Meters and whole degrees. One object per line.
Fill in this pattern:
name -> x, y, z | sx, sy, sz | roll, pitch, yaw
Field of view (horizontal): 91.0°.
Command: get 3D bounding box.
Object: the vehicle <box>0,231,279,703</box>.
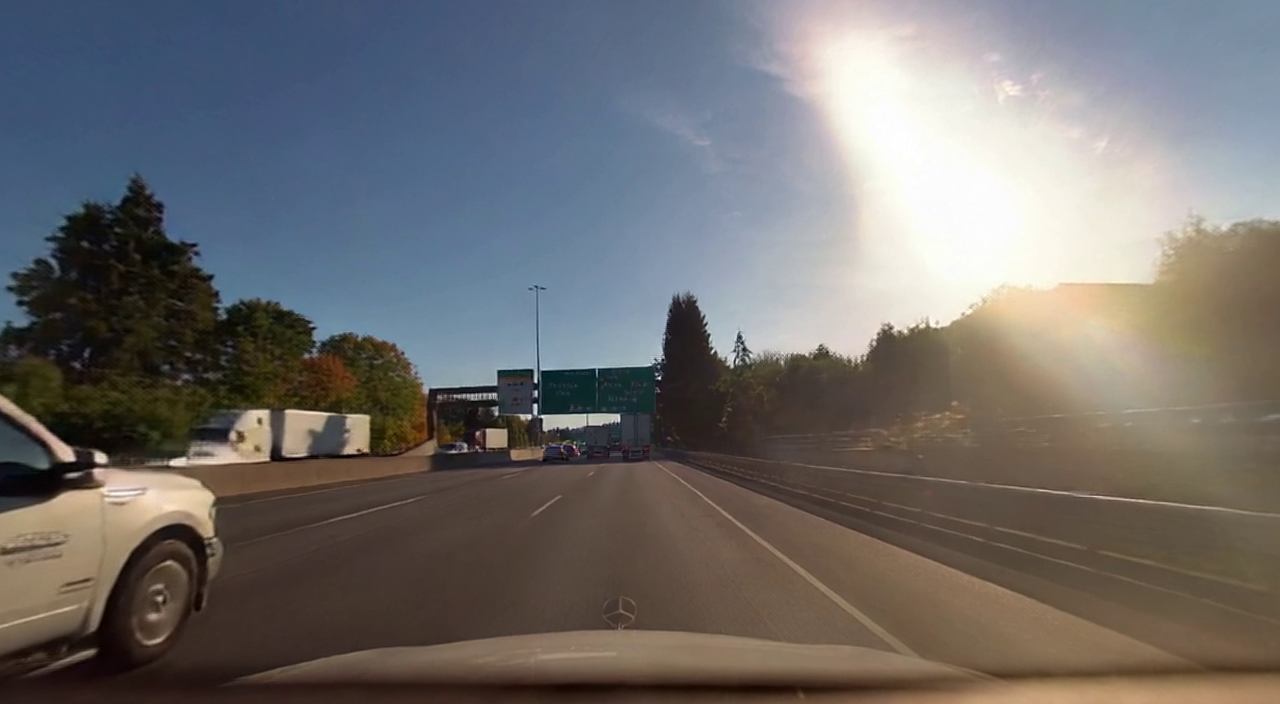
vehicle -> -3.427, 0.492, 1.568 | 2.223, 2.045, 4.798 | 0, -8, -1

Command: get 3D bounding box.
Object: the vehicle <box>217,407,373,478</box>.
vehicle -> -23.134, 6.280, 43.883 | 2.924, 4.080, 14.299 | 0, -8, 0
